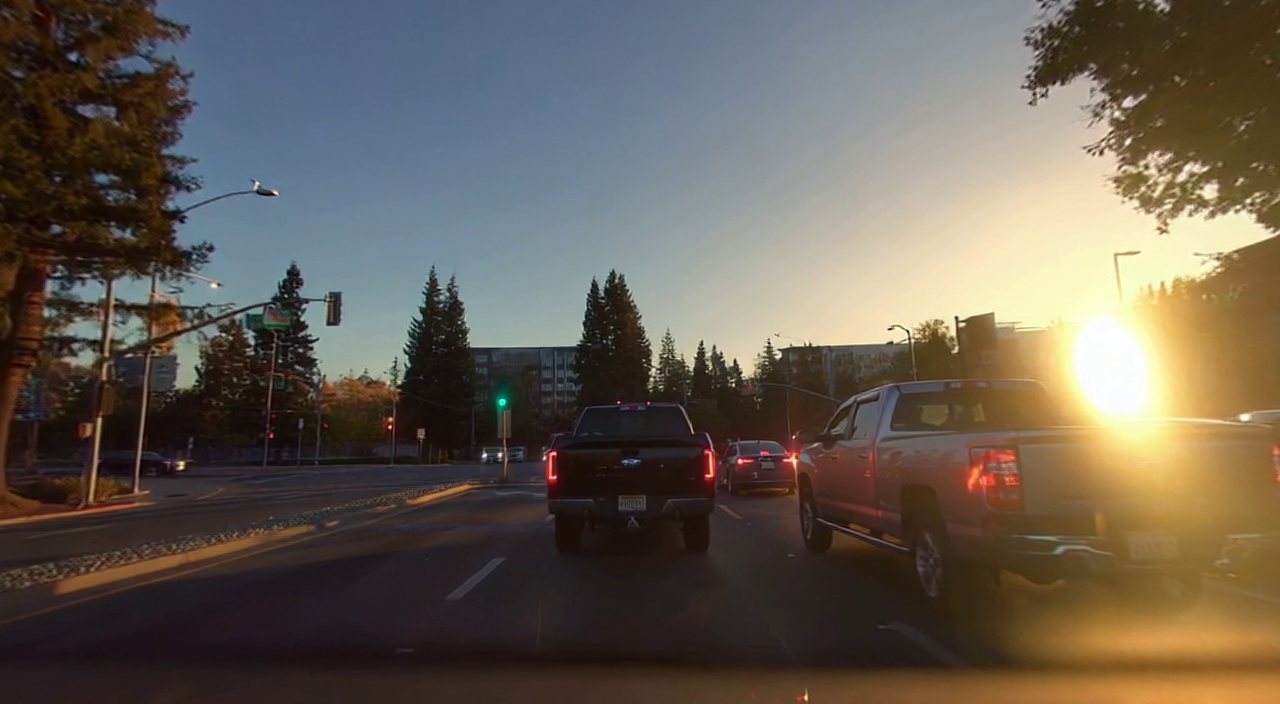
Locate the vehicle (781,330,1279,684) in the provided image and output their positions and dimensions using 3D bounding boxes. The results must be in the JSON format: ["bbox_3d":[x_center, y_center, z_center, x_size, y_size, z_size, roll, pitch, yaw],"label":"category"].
[{"bbox_3d":[3.323,1.261,6.398,2.412,1.953,5.682,0,-9,-1],"label":"vehicle"}]

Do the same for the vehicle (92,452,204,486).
[{"bbox_3d":[-26.483,6.265,34.209,4.437,1.669,1.936,5,-10,-30],"label":"vehicle"}]

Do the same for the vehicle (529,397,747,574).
[{"bbox_3d":[-0.075,1.751,9.102,2.240,1.821,5.001,0,-9,-1],"label":"vehicle"}]
